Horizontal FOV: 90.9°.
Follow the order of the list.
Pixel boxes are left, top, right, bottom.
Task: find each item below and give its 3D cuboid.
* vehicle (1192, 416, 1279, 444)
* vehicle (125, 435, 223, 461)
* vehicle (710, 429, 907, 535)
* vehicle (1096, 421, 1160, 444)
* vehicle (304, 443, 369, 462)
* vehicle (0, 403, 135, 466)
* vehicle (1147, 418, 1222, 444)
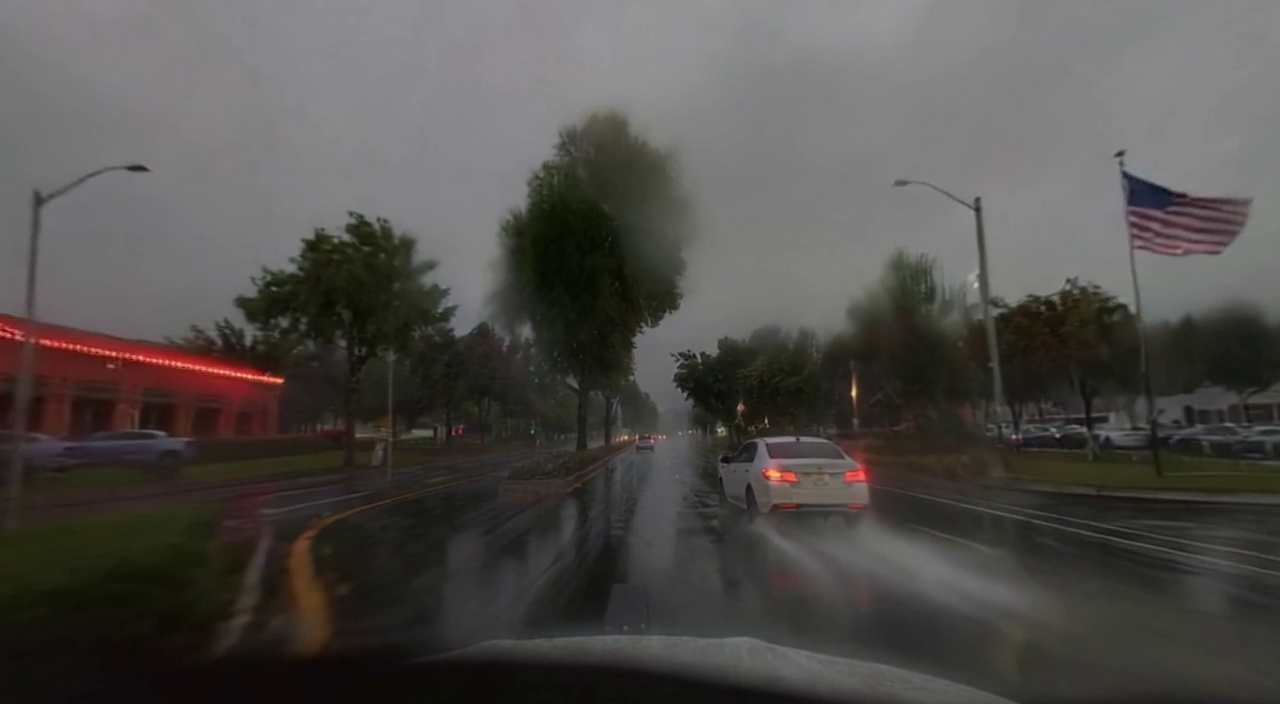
[{"bbox_3d":[38.312,5.116,40.712,1.983,1.553,5.043,-5,-10,18],"label":"vehicle"},{"bbox_3d":[-36.457,7.529,49.442,5.748,1.927,2.252,1,-8,-4],"label":"vehicle"},{"bbox_3d":[2.654,2.190,11.312,2.091,1.472,4.697,0,-8,-2],"label":"vehicle"},{"bbox_3d":[33.078,5.515,42.895,1.888,1.467,4.425,-2,-8,16],"label":"vehicle"},{"bbox_3d":[-23.166,7.671,48.157,4.077,1.342,1.813,-1,-8,5],"label":"vehicle"},{"bbox_3d":[-35.299,4.671,35.600,10.503,3.405,3.038,0,-8,-2],"label":"vehicle"},{"bbox_3d":[35.433,5.203,41.158,1.793,1.488,4.488,-2,-9,14],"label":"vehicle"}]
